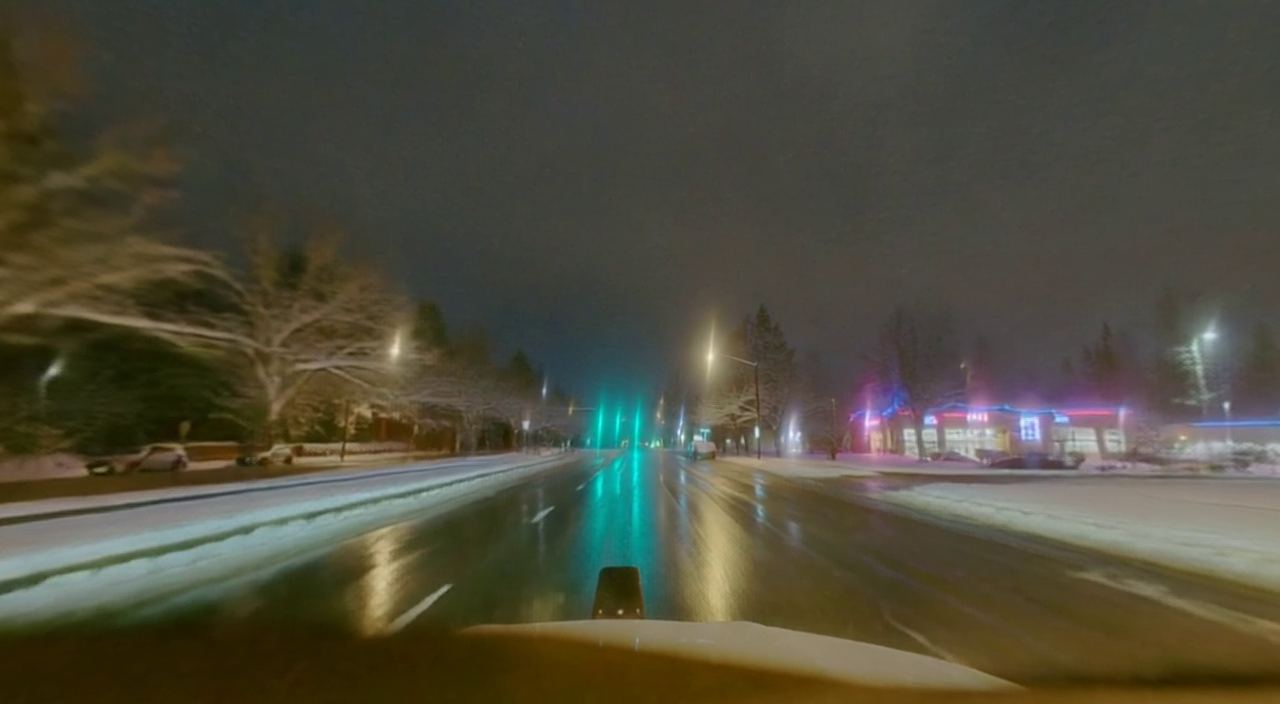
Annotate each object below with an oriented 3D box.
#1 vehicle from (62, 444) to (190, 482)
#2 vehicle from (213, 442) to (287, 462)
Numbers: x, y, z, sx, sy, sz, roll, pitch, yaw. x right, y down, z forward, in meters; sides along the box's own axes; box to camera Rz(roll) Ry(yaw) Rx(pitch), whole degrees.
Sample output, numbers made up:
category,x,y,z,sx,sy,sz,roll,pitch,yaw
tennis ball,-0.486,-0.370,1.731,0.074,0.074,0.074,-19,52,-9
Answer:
category,x,y,z,sx,sy,sz,roll,pitch,yaw
vehicle,-22.590,4.861,28.018,1.771,1.524,4.592,0,-8,0
vehicle,-30.122,7.739,48.874,4.341,1.465,2.304,-2,-8,9
